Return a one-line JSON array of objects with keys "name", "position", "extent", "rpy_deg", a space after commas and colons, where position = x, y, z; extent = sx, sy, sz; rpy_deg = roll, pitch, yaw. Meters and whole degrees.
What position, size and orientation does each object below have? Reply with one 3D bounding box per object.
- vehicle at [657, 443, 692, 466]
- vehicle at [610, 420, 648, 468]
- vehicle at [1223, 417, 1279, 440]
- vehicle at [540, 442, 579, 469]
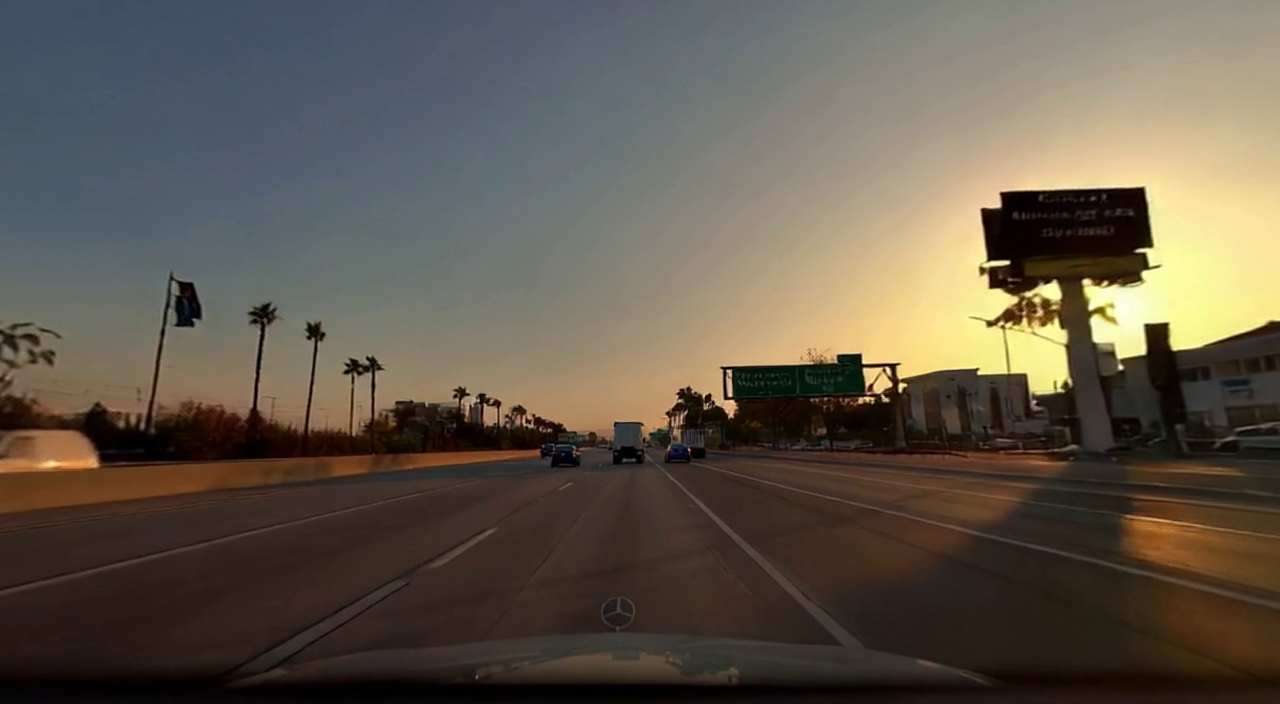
[{"name": "vehicle", "position": [2.518, 7.572, 47.043], "extent": [2.175, 1.598, 4.584], "rpy_deg": [0, -8, -3]}, {"name": "vehicle", "position": [-0.730, 6.209, 42.675], "extent": [2.364, 2.953, 6.495], "rpy_deg": [0, -8, -1]}, {"name": "vehicle", "position": [46.134, 5.747, 46.928], "extent": [1.731, 1.599, 3.847], "rpy_deg": [1, -8, -5]}, {"name": "vehicle", "position": [-5.152, 6.685, 40.928], "extent": [2.021, 1.598, 4.887], "rpy_deg": [0, -8, -1]}]
